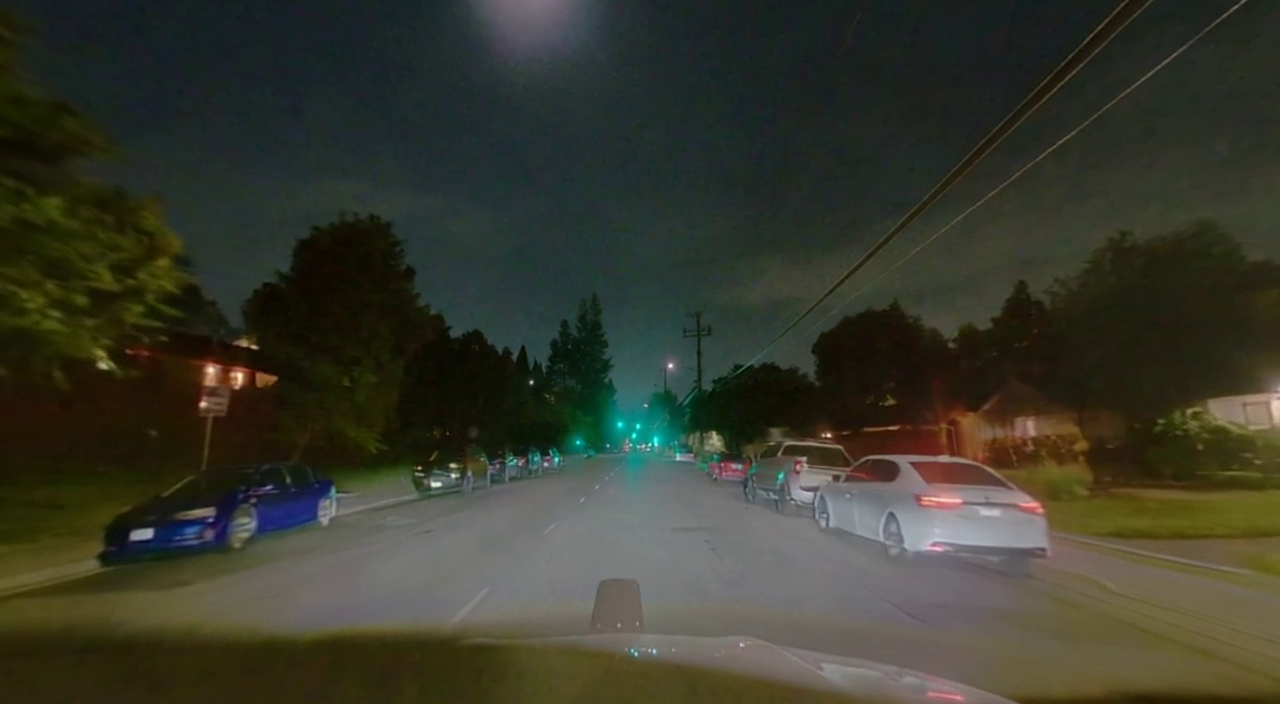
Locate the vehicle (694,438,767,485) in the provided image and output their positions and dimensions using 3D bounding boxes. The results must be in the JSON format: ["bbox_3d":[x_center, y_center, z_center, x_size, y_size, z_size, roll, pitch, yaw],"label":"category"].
[{"bbox_3d":[3.650,4.566,26.669,2.178,1.757,5.495,0,-9,-1],"label":"vehicle"}]

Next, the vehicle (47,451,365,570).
[{"bbox_3d":[-6.408,2.330,10.163,2.031,1.454,4.410,0,-9,-1],"label":"vehicle"}]

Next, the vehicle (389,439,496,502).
[{"bbox_3d":[-6.315,3.831,20.870,2.031,1.799,4.587,0,-9,0],"label":"vehicle"}]

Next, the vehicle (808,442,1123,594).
[{"bbox_3d":[3.687,1.919,8.232,1.763,1.432,4.323,0,-9,0],"label":"vehicle"}]

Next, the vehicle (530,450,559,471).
[{"bbox_3d":[-7.111,8.082,47.384,1.997,1.456,4.319,1,-9,-7],"label":"vehicle"}]
